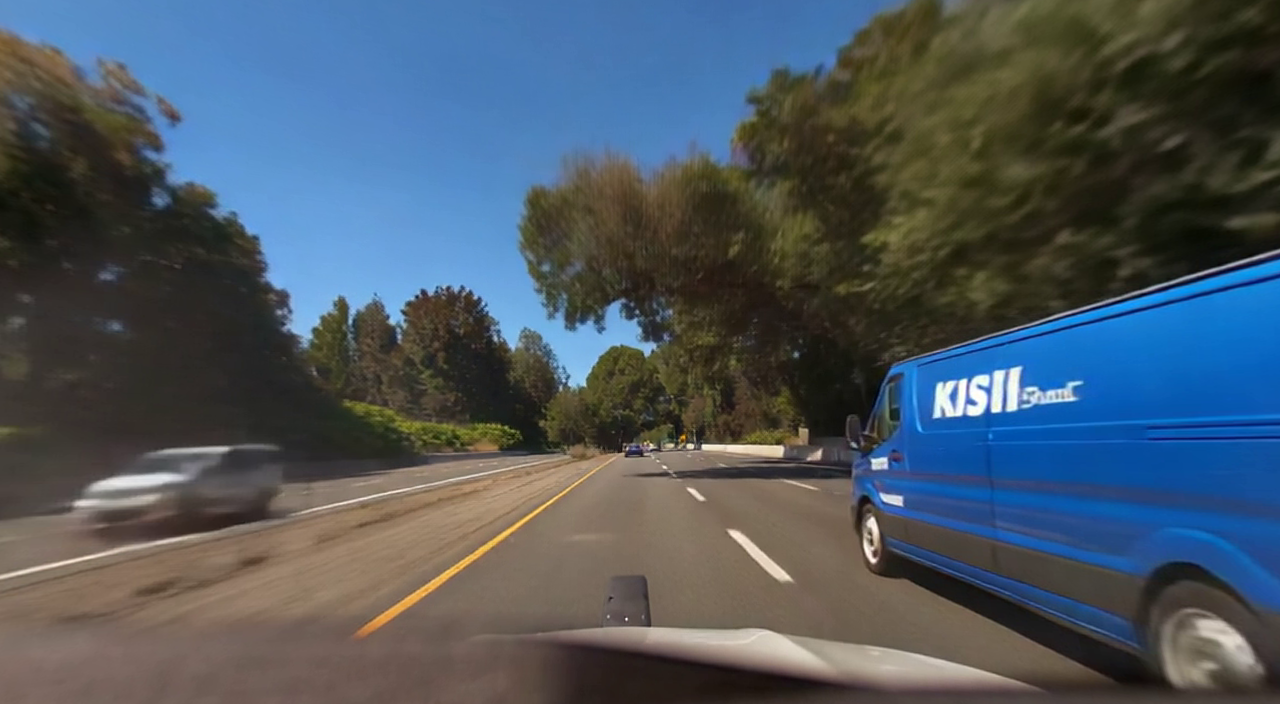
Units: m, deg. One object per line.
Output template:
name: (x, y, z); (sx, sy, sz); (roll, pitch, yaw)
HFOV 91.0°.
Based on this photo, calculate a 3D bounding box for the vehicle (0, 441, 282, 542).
vehicle: (-9.411, 2.556, 12.375); (1.935, 1.569, 4.778); (0, -8, -1)

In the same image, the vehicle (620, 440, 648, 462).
vehicle: (-0.469, 7.735, 49.333); (2.121, 1.590, 4.434); (0, -8, 0)

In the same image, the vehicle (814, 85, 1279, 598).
vehicle: (6.915, 0.550, 9.379); (3.479, 4.156, 17.231); (0, -9, -1)
